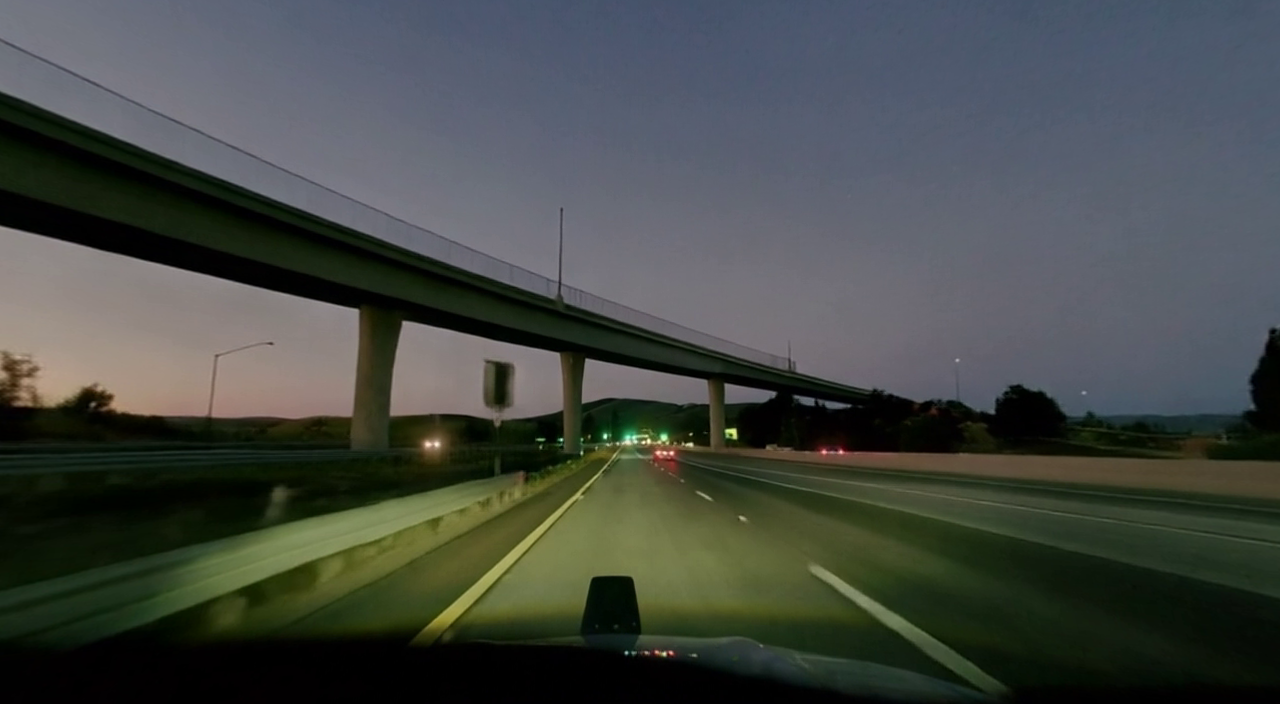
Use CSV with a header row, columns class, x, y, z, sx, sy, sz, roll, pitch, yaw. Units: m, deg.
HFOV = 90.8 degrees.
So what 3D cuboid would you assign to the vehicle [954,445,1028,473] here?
class,x,y,z,sx,sy,sz,roll,pitch,yaw
vehicle,20.727,6.288,37.520,1.885,1.510,4.372,0,-8,0
